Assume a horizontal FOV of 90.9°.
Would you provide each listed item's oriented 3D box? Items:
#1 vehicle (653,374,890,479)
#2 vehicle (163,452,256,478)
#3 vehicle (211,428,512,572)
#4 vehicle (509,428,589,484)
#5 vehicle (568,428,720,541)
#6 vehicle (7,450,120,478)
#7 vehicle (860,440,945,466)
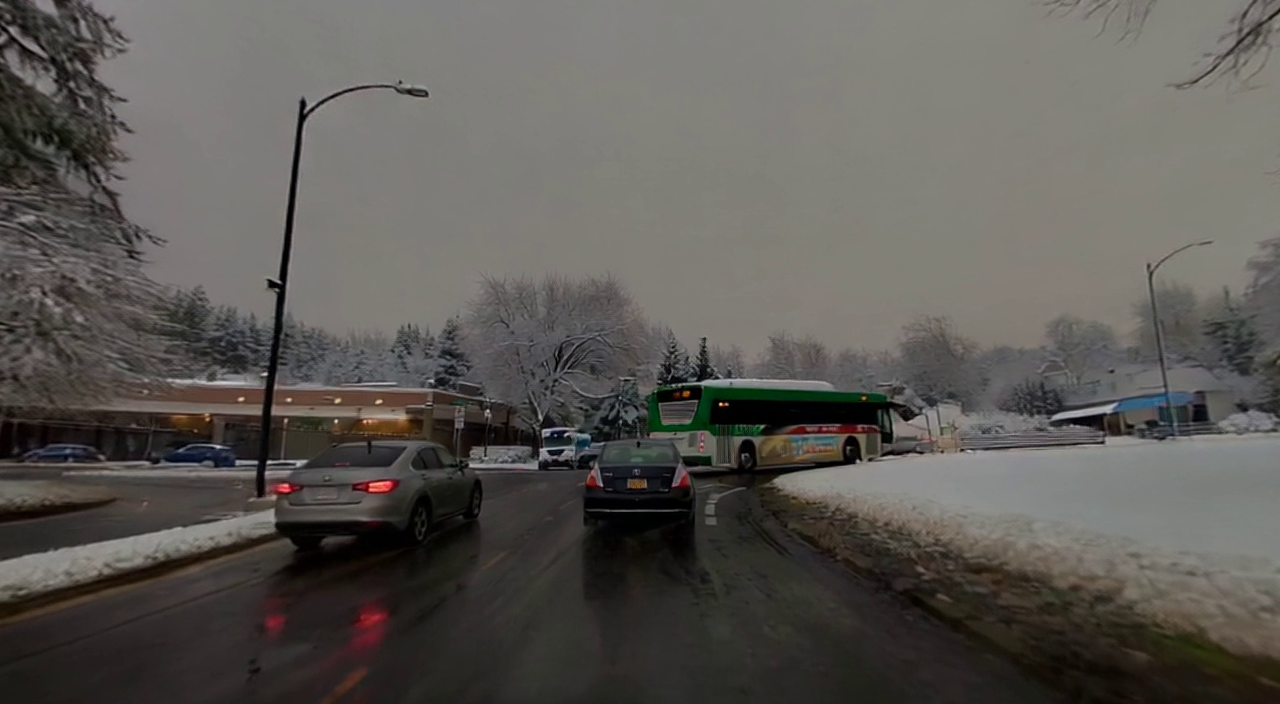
[{"bbox_3d":[5.352,2.940,24.151,9.977,3.303,2.948,6,-10,-37],"label":"vehicle"},{"bbox_3d":[-26.134,6.871,38.429,4.403,1.422,1.697,4,-9,-26],"label":"vehicle"},{"bbox_3d":[-3.404,1.885,8.920,1.953,1.480,4.522,-1,-8,4],"label":"vehicle"},{"bbox_3d":[-3.077,3.650,22.392,2.017,1.761,4.572,-1,-8,2],"label":"vehicle"},{"bbox_3d":[0.091,2.055,10.368,2.020,1.478,3.922,0,-8,1],"label":"vehicle"},{"bbox_3d":[-32.136,6.237,35.339,4.473,1.442,1.743,7,-11,-39],"label":"vehicle"},{"bbox_3d":[15.630,6.020,37.577,4.422,1.457,1.882,-6,-10,29],"label":"vehicle"}]
